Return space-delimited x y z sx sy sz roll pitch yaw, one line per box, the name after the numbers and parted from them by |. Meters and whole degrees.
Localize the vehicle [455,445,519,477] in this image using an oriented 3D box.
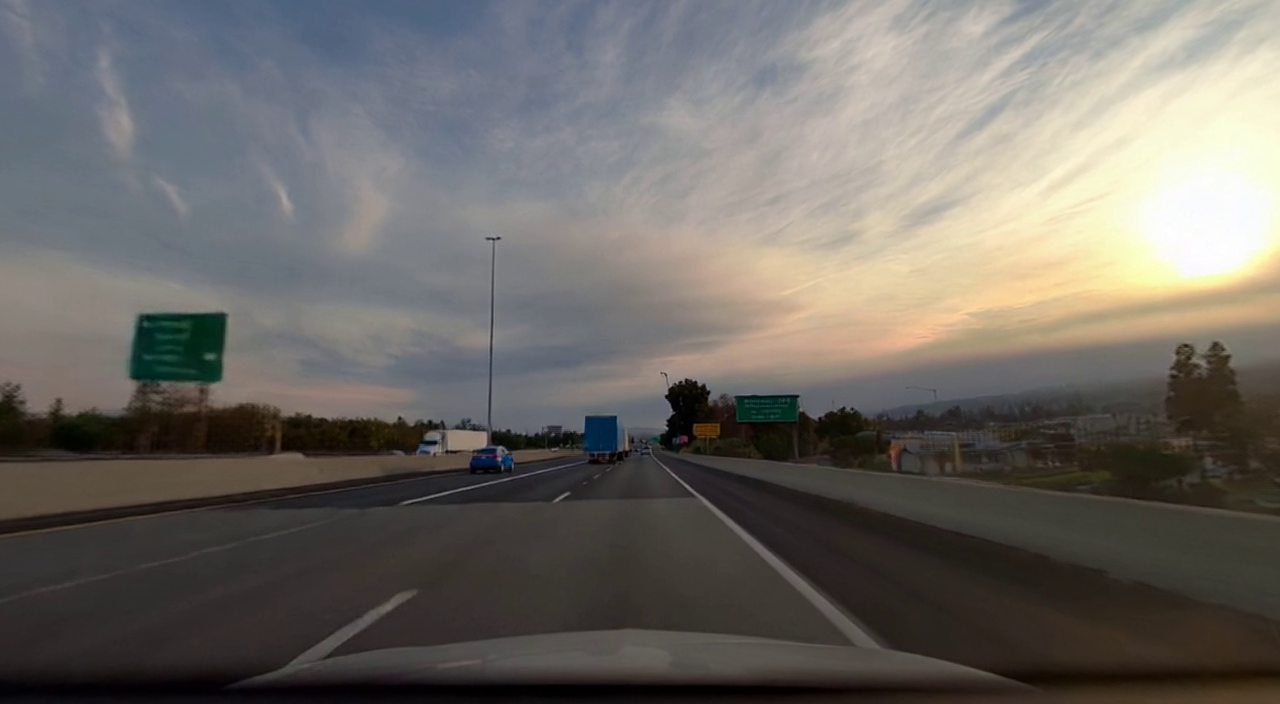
-7.480 5.356 31.187 1.901 1.467 4.629 0 -8 2 | vehicle
